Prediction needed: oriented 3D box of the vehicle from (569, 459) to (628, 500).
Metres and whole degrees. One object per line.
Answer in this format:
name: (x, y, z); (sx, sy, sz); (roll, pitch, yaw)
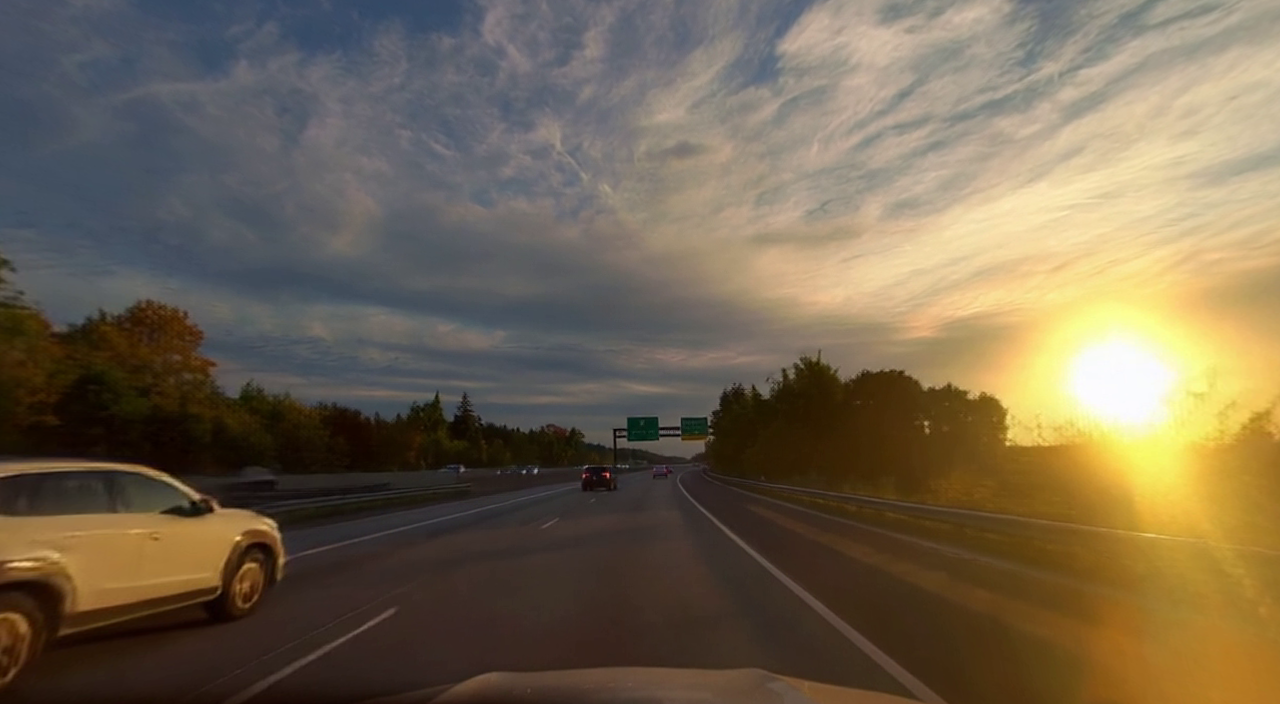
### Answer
vehicle: (-1.706, 5.551, 27.551); (2.000, 1.594, 3.996); (0, -10, 4)

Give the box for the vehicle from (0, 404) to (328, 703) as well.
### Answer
vehicle: (-4.094, 1.135, 3.651); (2.063, 1.556, 4.740); (1, -10, 1)

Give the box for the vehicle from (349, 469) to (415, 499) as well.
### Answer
vehicle: (-13.873, 7.112, 34.146); (1.793, 1.426, 3.955); (1, -10, 2)
